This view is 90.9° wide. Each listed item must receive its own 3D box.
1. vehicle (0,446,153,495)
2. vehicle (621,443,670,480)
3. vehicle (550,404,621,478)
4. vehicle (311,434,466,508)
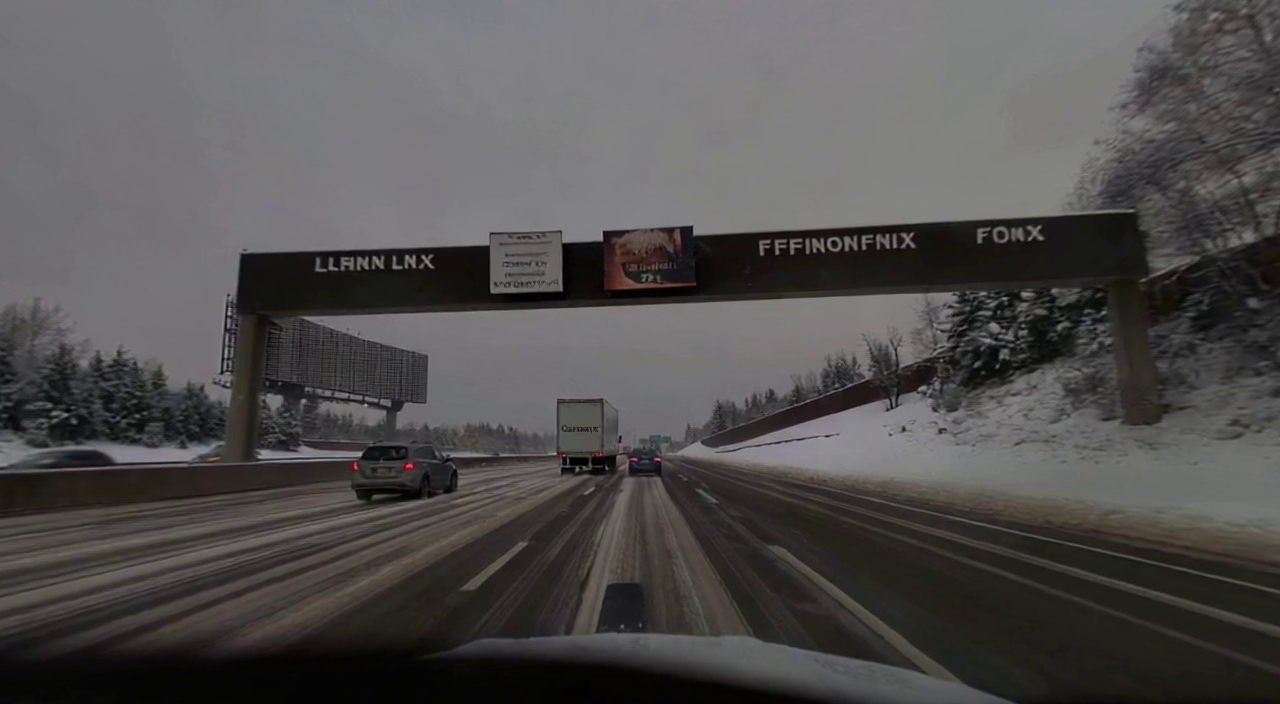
[{"bbox_3d":[-19.258,3.936,21.359,1.893,1.454,4.479,0,-9,0],"label":"vehicle"},{"bbox_3d":[0.256,5.151,29.855,2.168,1.597,3.615,0,-9,1],"label":"vehicle"},{"bbox_3d":[-2.713,4.874,34.064,2.794,3.460,8.595,0,-9,2],"label":"vehicle"},{"bbox_3d":[-6.380,3.073,16.687,2.124,1.674,4.541,0,-9,1],"label":"vehicle"}]
